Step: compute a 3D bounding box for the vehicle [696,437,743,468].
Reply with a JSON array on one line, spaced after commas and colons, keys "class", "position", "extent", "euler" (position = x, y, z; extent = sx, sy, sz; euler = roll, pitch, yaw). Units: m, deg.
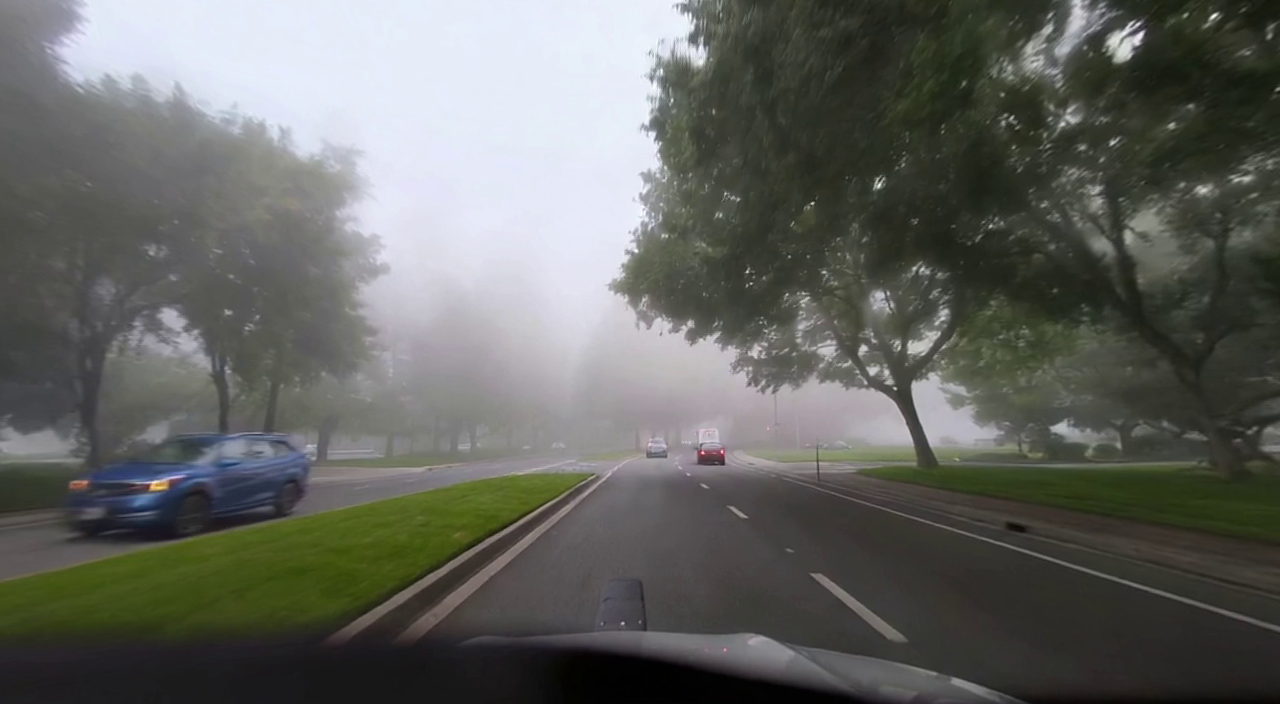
[{"class": "vehicle", "position": [4.207, 5.385, 33.948], "extent": [1.989, 1.497, 4.436], "euler": [0, -8, 0]}]

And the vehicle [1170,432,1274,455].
[{"class": "vehicle", "position": [38.263, 6.016, 41.538], "extent": [4.656, 1.454, 2.190], "euler": [0, -8, 0]}]

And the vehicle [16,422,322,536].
[{"class": "vehicle", "position": [-8.569, 2.334, 12.227], "extent": [2.361, 1.766, 4.491], "euler": [0, -8, 2]}]

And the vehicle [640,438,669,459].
[{"class": "vehicle", "position": [1.166, 7.283, 47.718], "extent": [2.066, 1.482, 4.273], "euler": [-1, -8, 3]}]
